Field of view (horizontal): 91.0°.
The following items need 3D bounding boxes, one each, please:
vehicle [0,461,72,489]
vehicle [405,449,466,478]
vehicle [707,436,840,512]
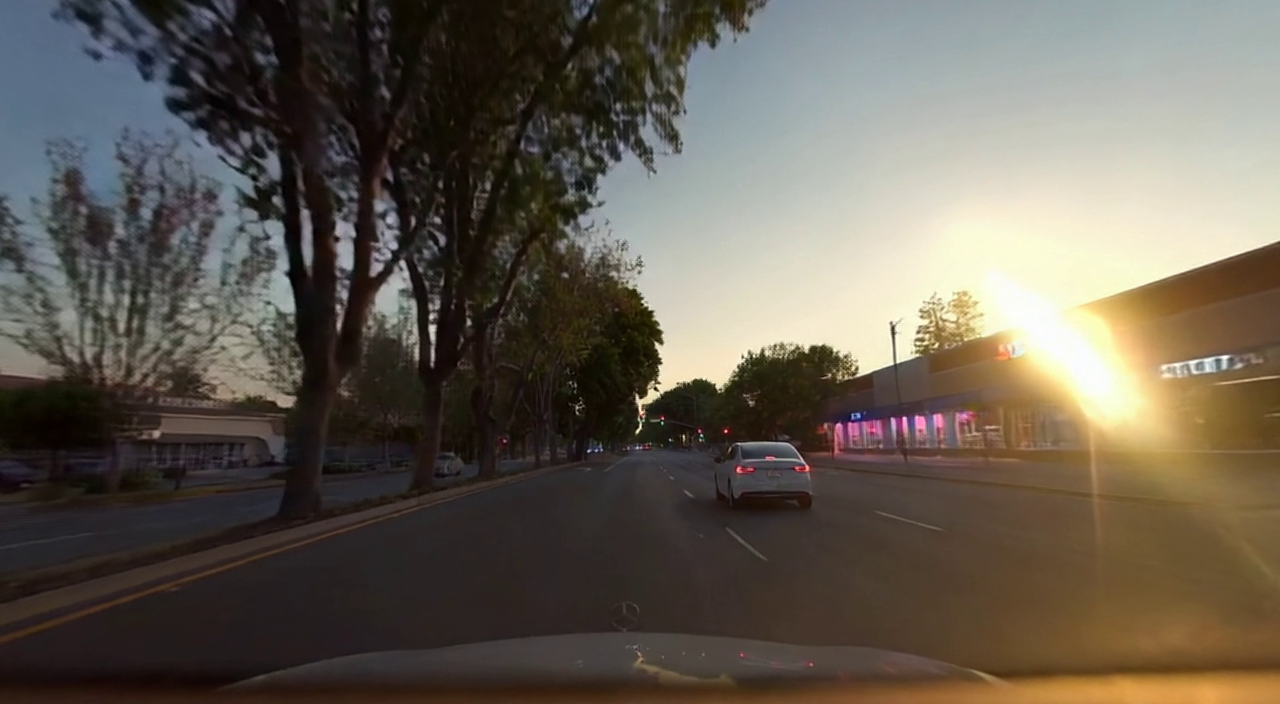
[{"bbox_3d":[-40.785,8.115,41.604,4.421,1.675,2.042,0,-9,-1],"label":"vehicle"},{"bbox_3d":[-11.540,6.299,35.749,1.944,1.512,4.278,0,-9,1],"label":"vehicle"},{"bbox_3d":[2.852,2.728,14.610,2.015,1.479,4.444,0,-9,-1],"label":"vehicle"}]
